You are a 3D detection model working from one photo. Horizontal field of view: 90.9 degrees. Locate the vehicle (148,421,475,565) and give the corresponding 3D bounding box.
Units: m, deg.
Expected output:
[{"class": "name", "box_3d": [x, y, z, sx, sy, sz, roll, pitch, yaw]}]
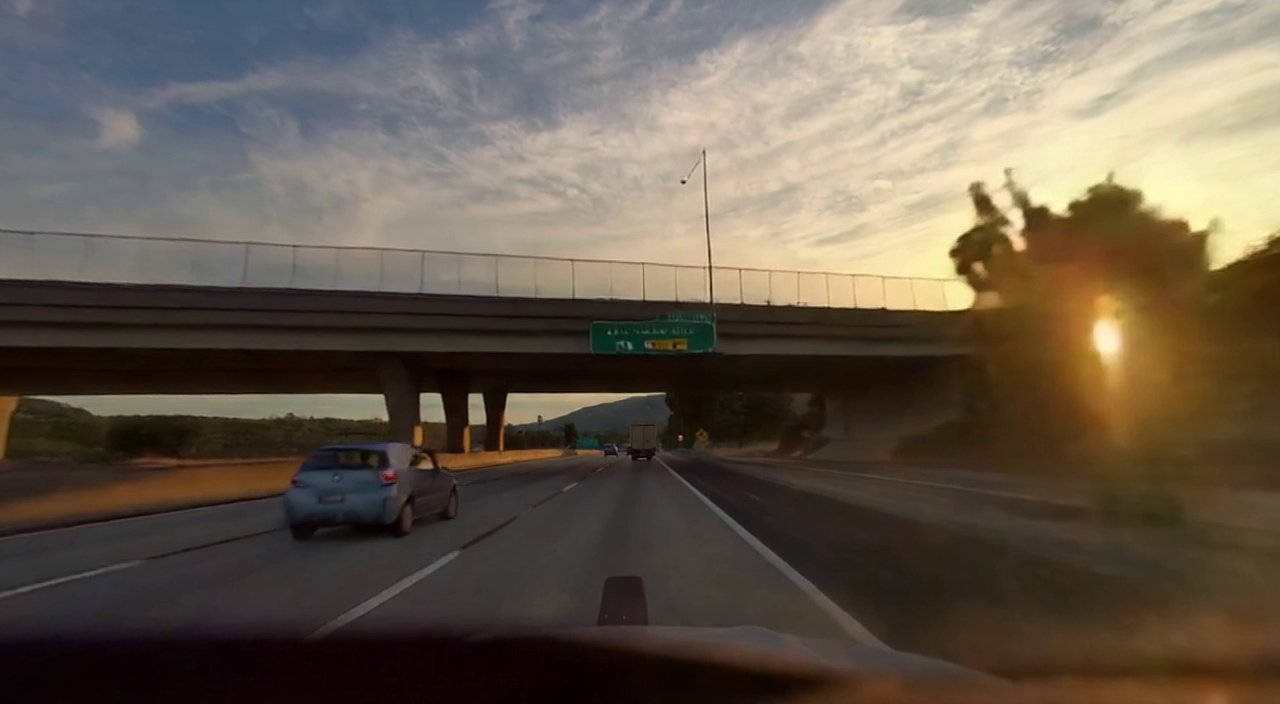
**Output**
[{"class": "vehicle", "box_3d": [-4.367, 1.986, 9.675, 2.235, 1.593, 5.077, 0, -9, 1]}]
